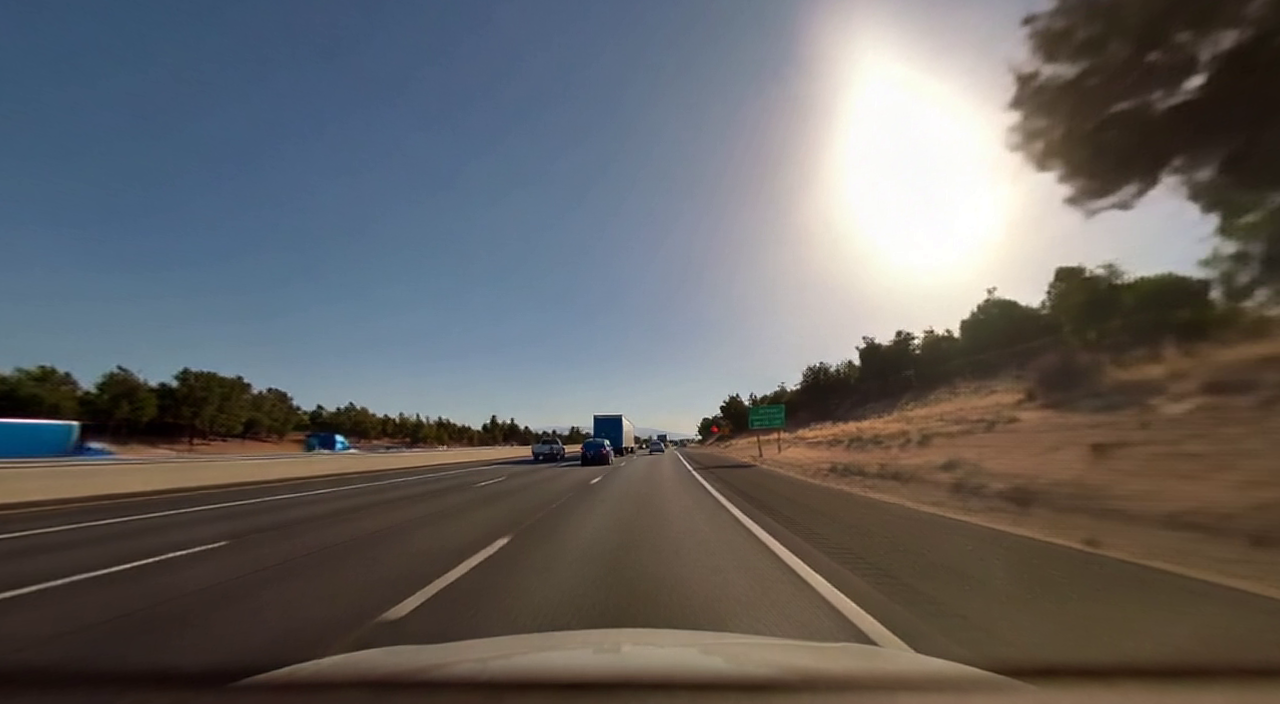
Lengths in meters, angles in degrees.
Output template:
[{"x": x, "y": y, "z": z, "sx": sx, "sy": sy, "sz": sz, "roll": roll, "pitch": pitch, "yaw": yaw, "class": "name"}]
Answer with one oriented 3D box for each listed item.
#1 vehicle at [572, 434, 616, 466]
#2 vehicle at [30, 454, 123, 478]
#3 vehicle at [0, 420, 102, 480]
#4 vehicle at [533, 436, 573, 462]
[{"x": -2.643, "y": 5.772, "z": 37.014, "sx": 2.194, "sy": 1.766, "sz": 3.720, "roll": 0, "pitch": -9, "yaw": 2, "class": "vehicle"}, {"x": -40.736, "y": 8.207, "z": 45.585, "sx": 1.827, "sy": 1.564, "sz": 5.291, "roll": 0, "pitch": -9, "yaw": 0, "class": "vehicle"}, {"x": -45.147, "y": 6.528, "z": 41.978, "sx": 2.976, "sy": 4.033, "sz": 16.859, "roll": 0, "pitch": -9, "yaw": 2, "class": "vehicle"}, {"x": -6.194, "y": 6.999, "z": 45.341, "sx": 2.078, "sy": 1.729, "sz": 4.722, "roll": 0, "pitch": -9, "yaw": 2, "class": "vehicle"}]
